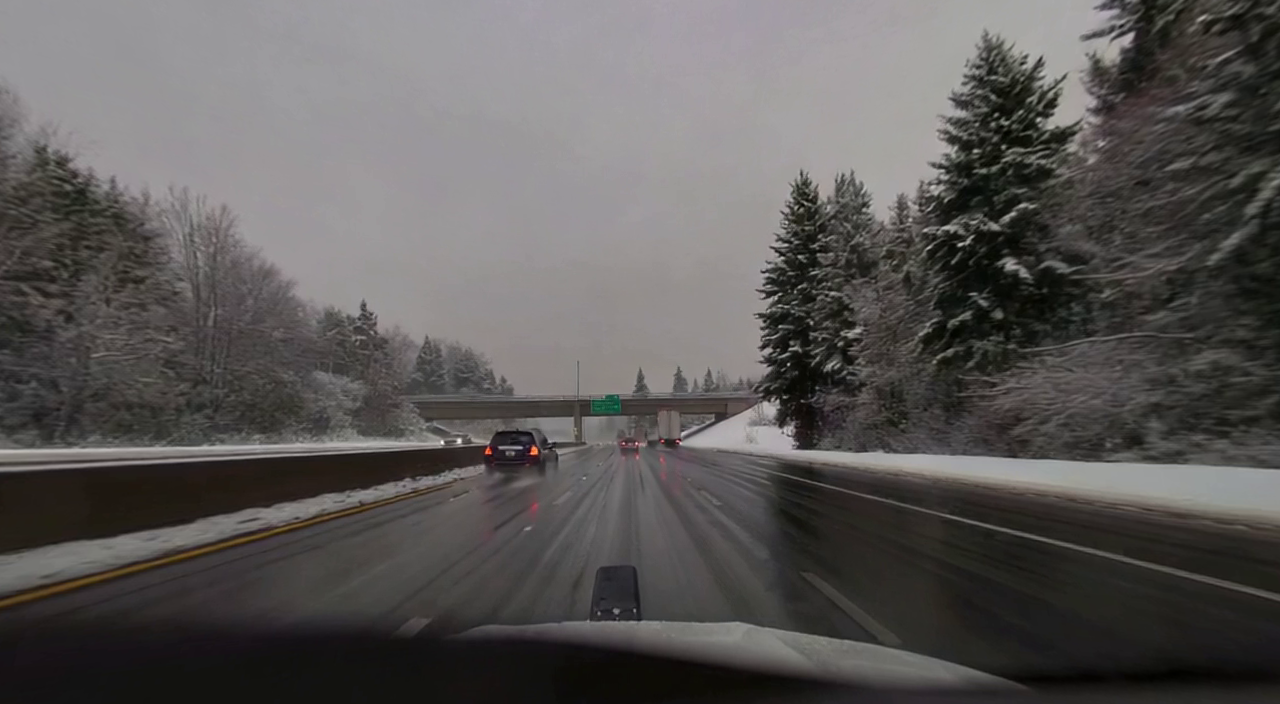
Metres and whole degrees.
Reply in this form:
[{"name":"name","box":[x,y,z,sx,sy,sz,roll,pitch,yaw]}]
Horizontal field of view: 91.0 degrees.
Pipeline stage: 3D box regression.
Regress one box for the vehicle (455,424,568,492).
[{"name":"vehicle","box":[-3.654,3.119,18.922,2.377,1.747,4.703,0,-8,0]}]

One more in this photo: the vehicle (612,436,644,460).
[{"name":"vehicle","box":[-0.796,6.586,43.400,2.125,1.542,3.816,0,-8,0]}]
